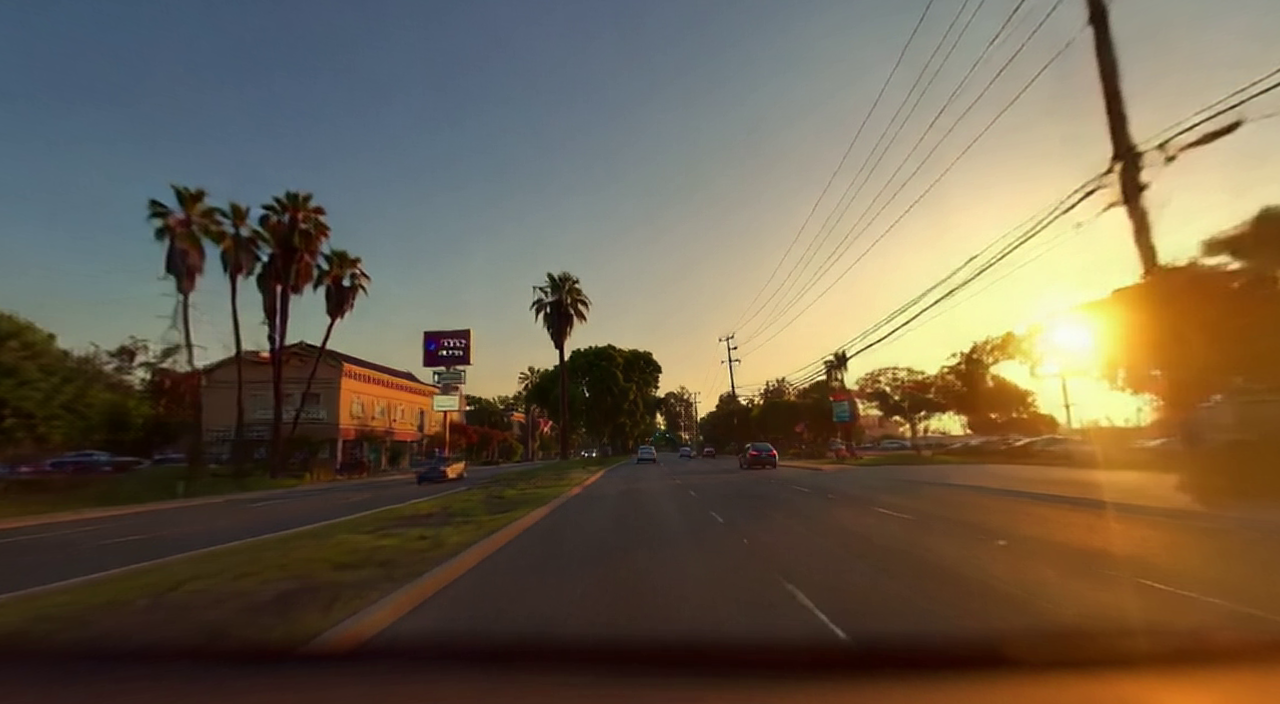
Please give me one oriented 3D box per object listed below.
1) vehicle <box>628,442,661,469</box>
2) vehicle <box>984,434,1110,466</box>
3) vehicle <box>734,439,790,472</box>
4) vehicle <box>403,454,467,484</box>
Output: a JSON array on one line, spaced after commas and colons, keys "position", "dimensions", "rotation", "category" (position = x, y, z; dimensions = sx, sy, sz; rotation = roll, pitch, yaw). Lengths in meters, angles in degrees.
[{"position": [0.312, 7.076, 43.216], "dimensions": [2.138, 1.702, 4.168], "rotation": [0, -9, 1], "category": "vehicle"}, {"position": [19.952, 4.833, 31.042], "dimensions": [4.768, 1.512, 1.986], "rotation": [0, -9, 1], "category": "vehicle"}, {"position": [6.839, 5.831, 35.791], "dimensions": [2.252, 1.718, 4.617], "rotation": [0, -9, 0], "category": "vehicle"}, {"position": [-11.385, 6.542, 35.365], "dimensions": [1.942, 1.497, 4.582], "rotation": [0, -9, 1], "category": "vehicle"}]
